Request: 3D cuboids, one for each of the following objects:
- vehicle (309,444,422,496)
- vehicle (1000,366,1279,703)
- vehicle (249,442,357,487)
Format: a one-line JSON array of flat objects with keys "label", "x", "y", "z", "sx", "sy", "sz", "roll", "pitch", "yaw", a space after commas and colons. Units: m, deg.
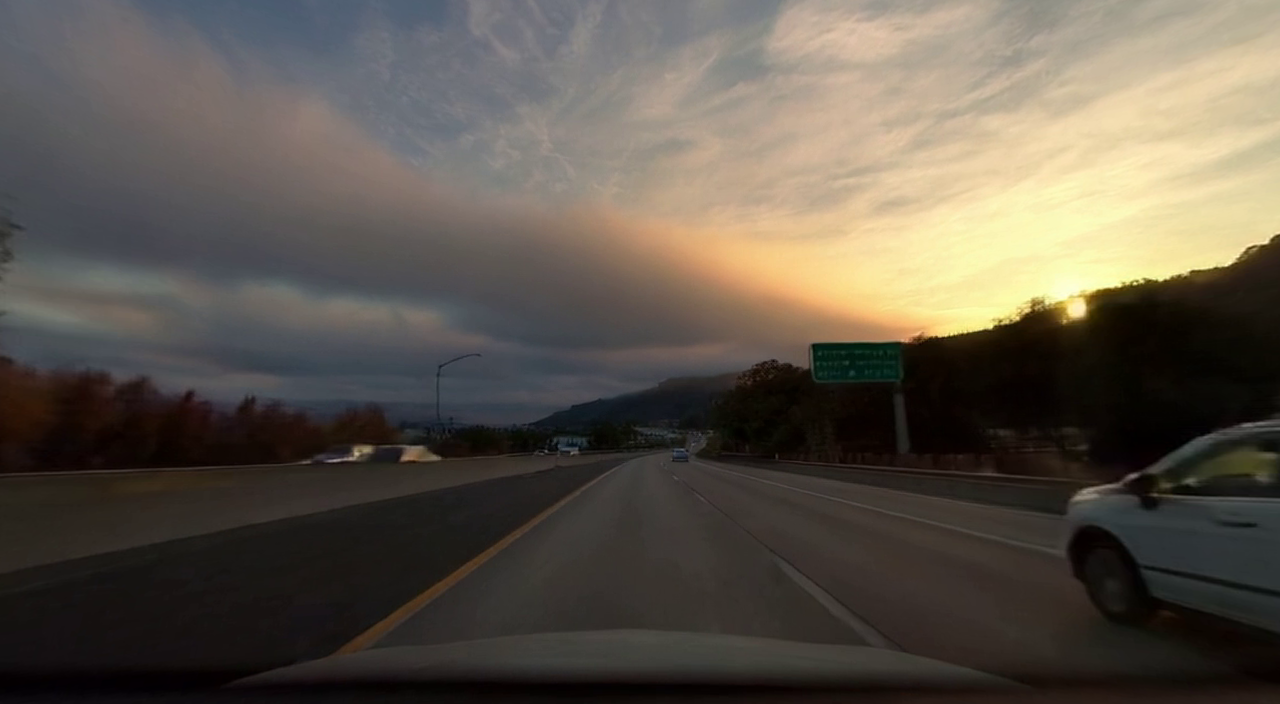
[{"label": "vehicle", "x": -9.010, "y": 3.881, "z": 20.986, "sx": 1.910, "sy": 1.543, "sz": 4.064, "roll": -1, "pitch": -9, "yaw": 1}, {"label": "vehicle", "x": 4.101, "y": 0.877, "z": 2.831, "sx": 2.089, "sy": 1.660, "sz": 4.729, "roll": 0, "pitch": -9, "yaw": 0}, {"label": "vehicle", "x": -13.385, "y": 4.474, "z": 25.223, "sx": 1.961, "sy": 1.654, "sz": 4.197, "roll": 0, "pitch": -9, "yaw": 0}]
